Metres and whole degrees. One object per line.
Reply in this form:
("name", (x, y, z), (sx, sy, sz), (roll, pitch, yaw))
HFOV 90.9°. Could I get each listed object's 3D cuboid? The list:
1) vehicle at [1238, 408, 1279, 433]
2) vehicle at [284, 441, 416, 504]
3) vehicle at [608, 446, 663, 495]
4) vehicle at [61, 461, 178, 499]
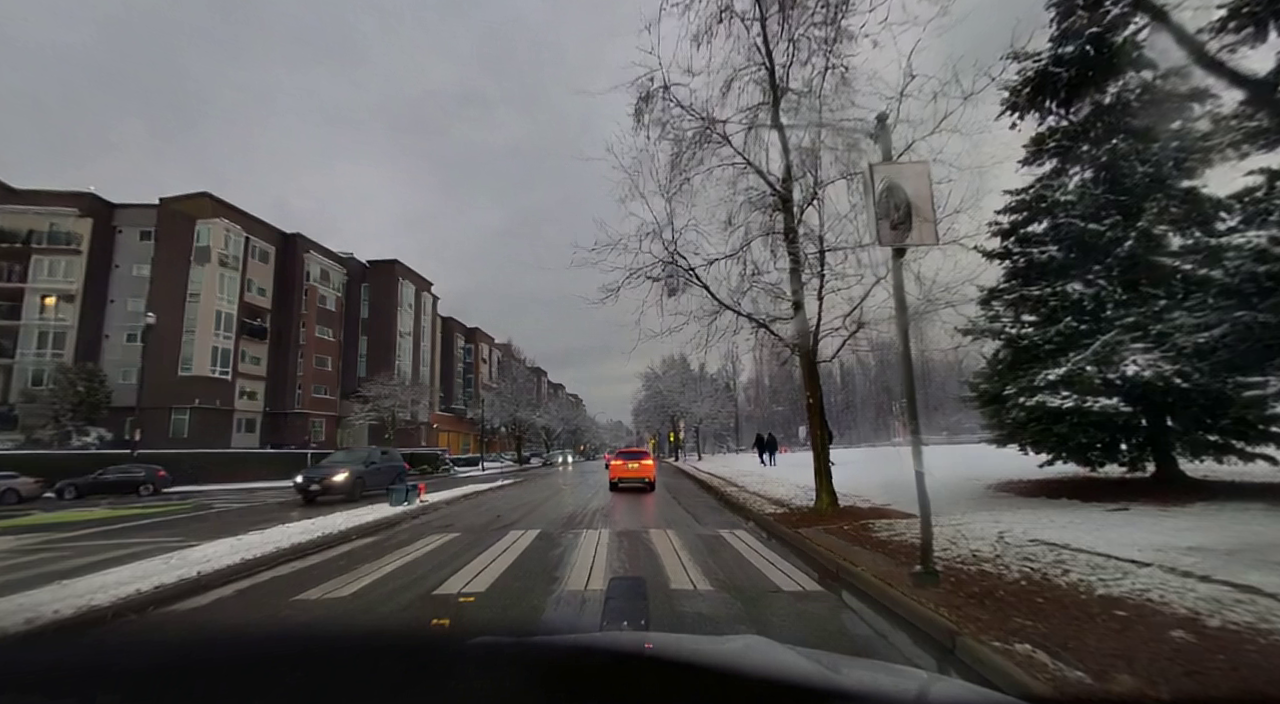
("vehicle", (49.709, 5.386, 49.117), (4.639, 1.752, 2.158), (3, -9, -15))
("vehicle", (-9.106, 3.799, 20.279), (2.126, 1.780, 4.279), (-1, -9, 1))
("vehicle", (-0.162, 3.717, 19.639), (1.559, 1.351, 2.452), (-2, -12, -2))
("vehicle", (-25.568, 6.223, 31.058), (2.038, 1.618, 4.086), (-9, -12, 43))
